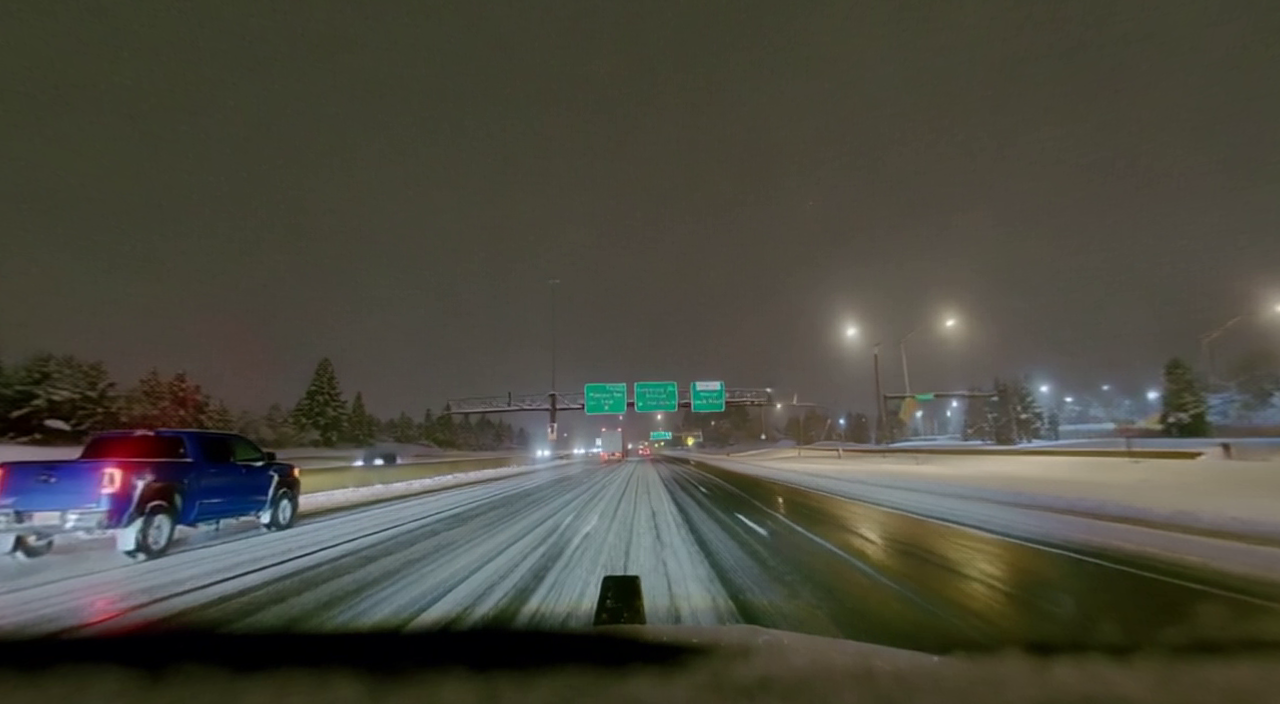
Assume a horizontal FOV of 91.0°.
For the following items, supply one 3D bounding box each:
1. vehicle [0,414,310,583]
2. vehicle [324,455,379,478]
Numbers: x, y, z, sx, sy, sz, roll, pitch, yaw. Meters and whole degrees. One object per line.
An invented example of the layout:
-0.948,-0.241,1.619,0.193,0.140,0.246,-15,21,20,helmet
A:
-7.067,1.870,8.912,2.168,1.729,4.724,0,-9,1,vehicle
-21.455,8.480,47.024,1.830,1.554,4.619,0,-9,1,vehicle
